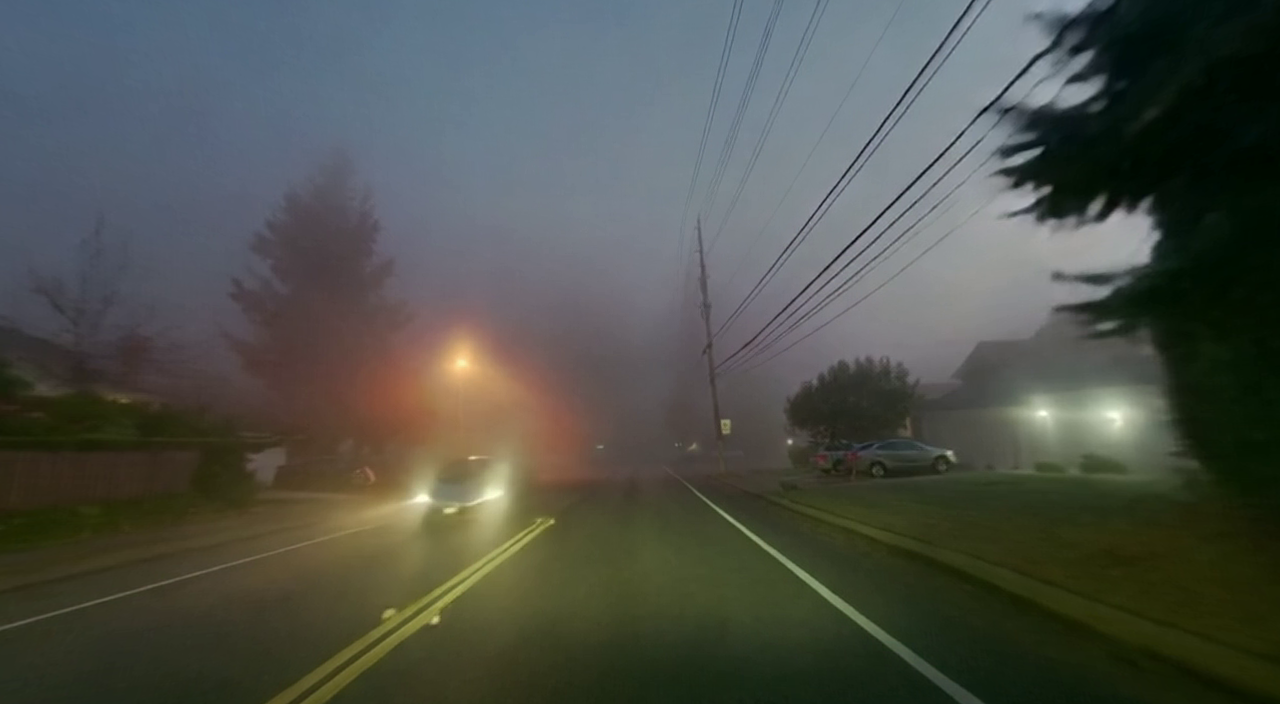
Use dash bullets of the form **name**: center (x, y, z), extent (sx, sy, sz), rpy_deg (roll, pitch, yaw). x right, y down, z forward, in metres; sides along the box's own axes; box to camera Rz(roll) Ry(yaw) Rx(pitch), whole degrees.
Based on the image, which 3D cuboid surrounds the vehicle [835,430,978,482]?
- **vehicle**: center (10.434, 4.085, 24.934), extent (4.626, 1.731, 2.007), rpy_deg (-3, -9, -1)

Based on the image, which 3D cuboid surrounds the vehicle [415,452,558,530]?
- **vehicle**: center (-3.072, 2.861, 13.541), extent (1.968, 1.394, 3.890), rpy_deg (0, -9, 2)

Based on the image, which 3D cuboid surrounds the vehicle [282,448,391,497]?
- **vehicle**: center (-13.044, 5.196, 27.521), extent (2.053, 1.906, 4.889), rpy_deg (0, -9, 3)
